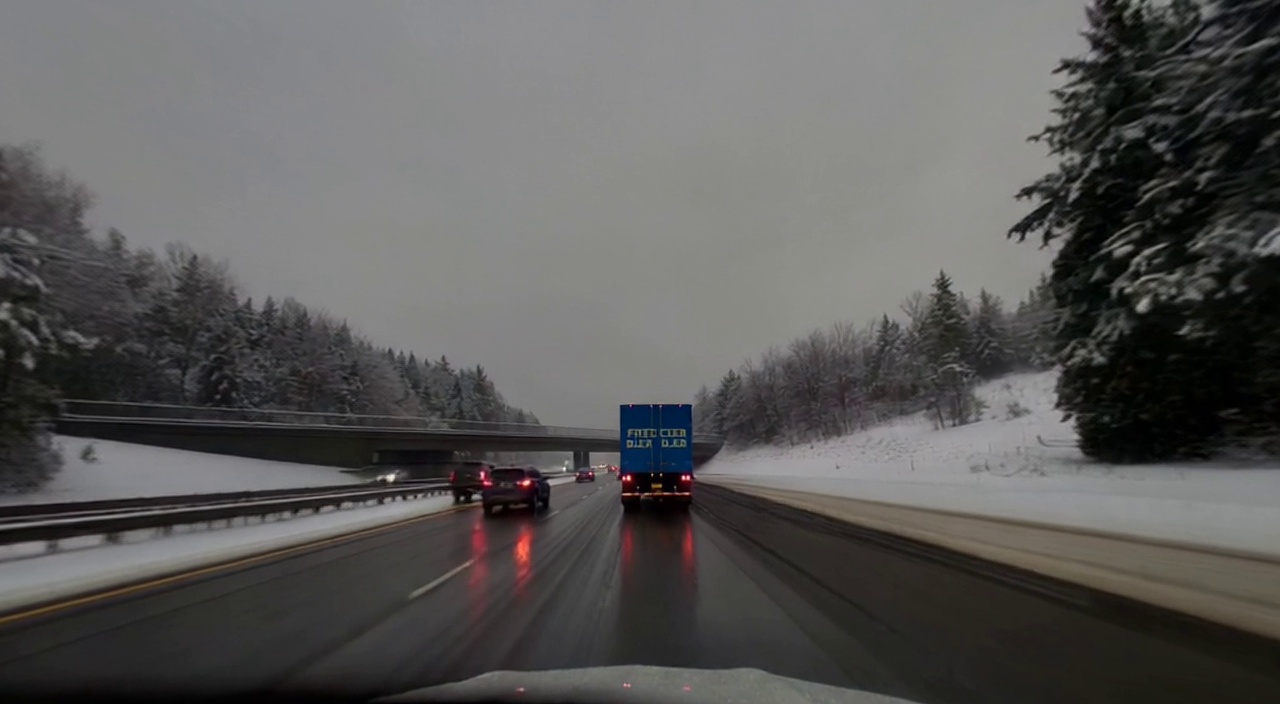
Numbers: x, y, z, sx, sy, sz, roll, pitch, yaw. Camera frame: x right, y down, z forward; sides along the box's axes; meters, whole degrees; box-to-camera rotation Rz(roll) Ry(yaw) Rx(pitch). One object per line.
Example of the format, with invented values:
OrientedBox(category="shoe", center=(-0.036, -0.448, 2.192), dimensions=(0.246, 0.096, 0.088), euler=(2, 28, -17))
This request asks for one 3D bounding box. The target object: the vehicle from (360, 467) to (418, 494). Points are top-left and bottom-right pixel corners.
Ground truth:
OrientedBox(category="vehicle", center=(-16.449, 8.439, 41.524), dimensions=(1.949, 1.627, 4.472), euler=(1, -10, 0))

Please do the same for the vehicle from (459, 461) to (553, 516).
OrientedBox(category="vehicle", center=(-4.143, 4.310, 20.268), dimensions=(1.978, 1.516, 4.617), euler=(1, -10, 0))

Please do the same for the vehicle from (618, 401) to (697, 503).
OrientedBox(category="vehicle", center=(0.536, 4.650, 28.687), dimensions=(2.980, 3.834, 9.423), euler=(1, -10, -2))
